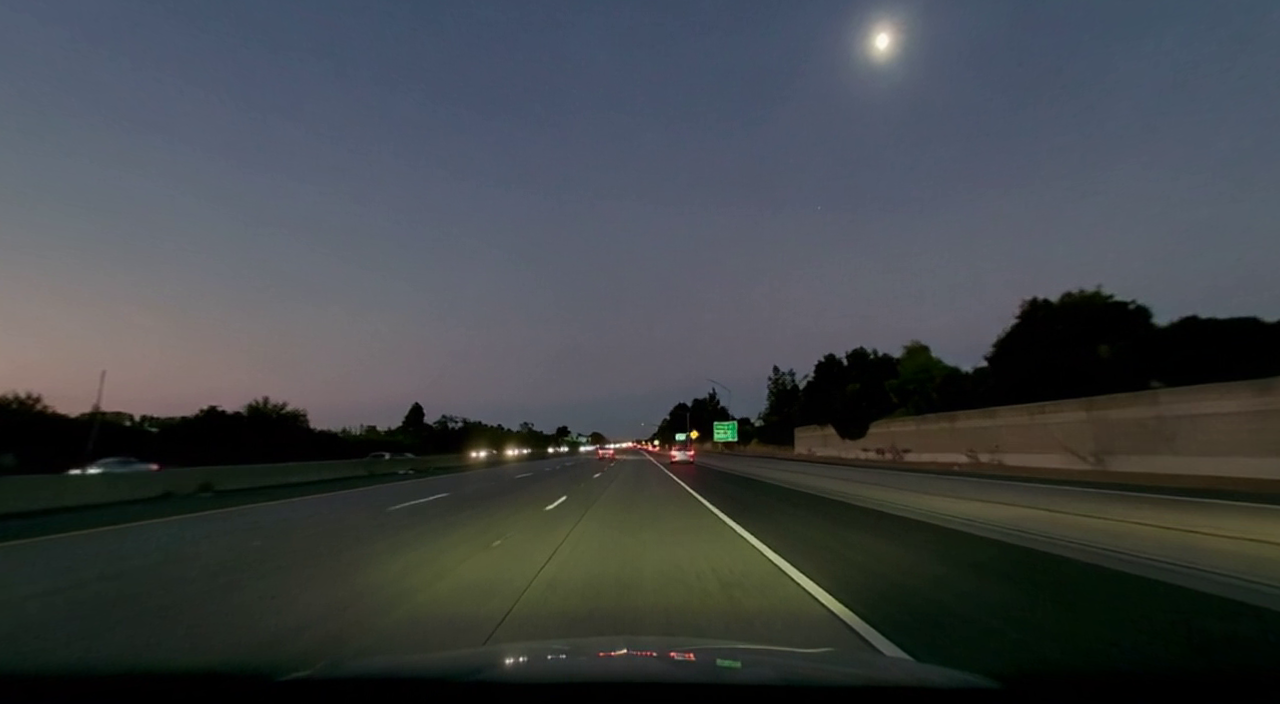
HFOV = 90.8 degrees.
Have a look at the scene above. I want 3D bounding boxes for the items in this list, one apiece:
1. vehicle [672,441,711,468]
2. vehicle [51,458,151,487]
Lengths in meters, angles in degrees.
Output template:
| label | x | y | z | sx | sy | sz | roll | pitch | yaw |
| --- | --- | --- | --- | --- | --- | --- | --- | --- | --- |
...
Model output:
| label | x | y | z | sx | sy | sz | roll | pitch | yaw |
| --- | --- | --- | --- | --- | --- | --- | --- | --- | --- |
| vehicle | 3.409 | 6.916 | 42.746 | 2.130 | 1.677 | 4.317 | 0 | -9 | -1 |
| vehicle | -38.232 | 8.538 | 45.062 | 2.077 | 1.826 | 5.724 | 0 | -9 | 0 |
